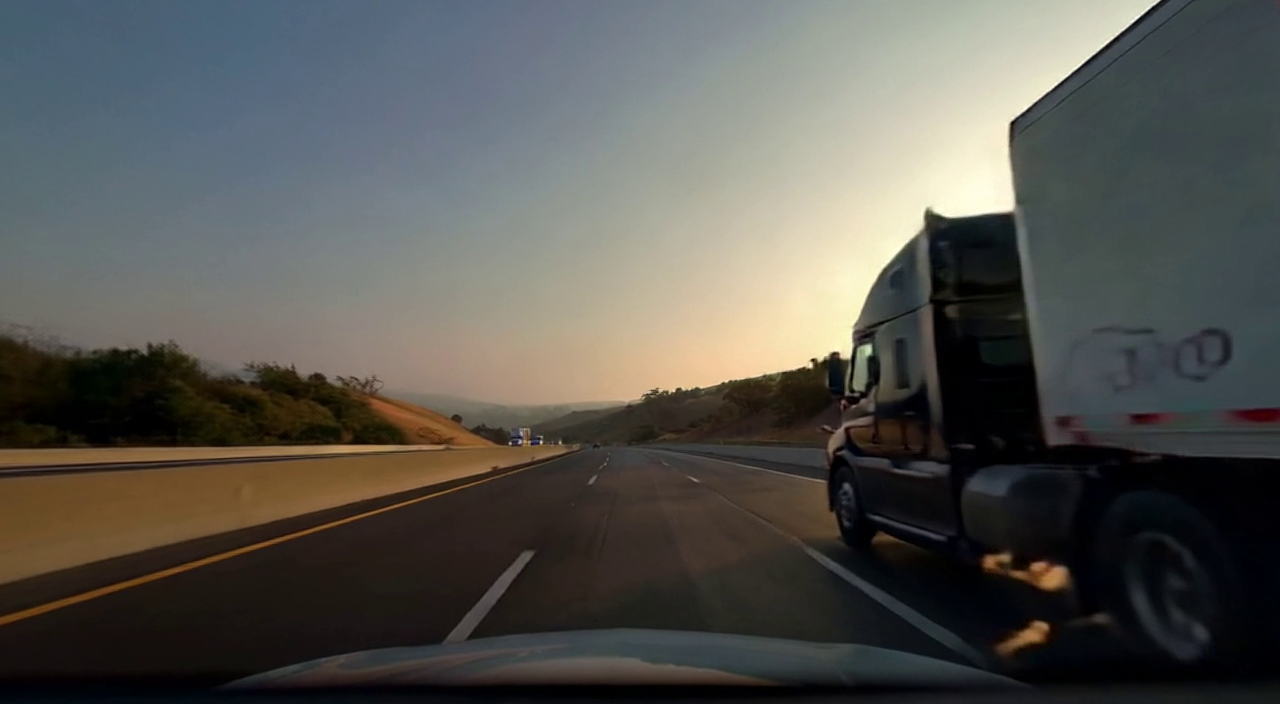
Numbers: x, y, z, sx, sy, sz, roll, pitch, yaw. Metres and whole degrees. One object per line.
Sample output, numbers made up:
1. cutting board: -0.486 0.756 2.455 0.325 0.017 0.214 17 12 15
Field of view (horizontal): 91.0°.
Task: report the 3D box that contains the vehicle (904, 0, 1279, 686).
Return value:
1. vehicle: 4.949 -0.337 2.746 3.041 4.012 10.162 0 -8 -1
